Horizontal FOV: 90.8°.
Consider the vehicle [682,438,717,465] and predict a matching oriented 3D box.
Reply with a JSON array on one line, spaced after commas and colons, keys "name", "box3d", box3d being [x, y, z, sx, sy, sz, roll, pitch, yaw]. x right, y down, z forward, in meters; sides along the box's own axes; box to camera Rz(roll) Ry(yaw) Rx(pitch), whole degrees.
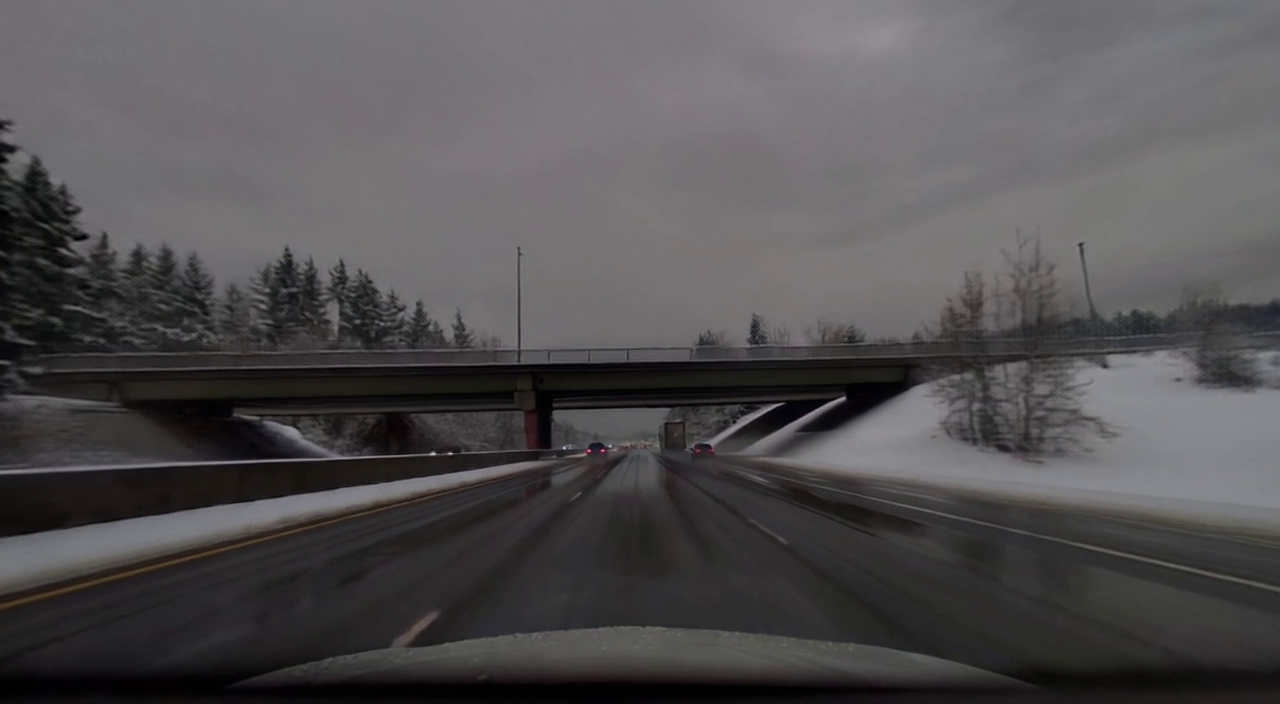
[{"name": "vehicle", "box3d": [4.508, 7.610, 48.313, 2.100, 1.889, 4.969, 0, -9, -1]}]

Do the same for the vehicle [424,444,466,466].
[{"name": "vehicle", "box3d": [-15.330, 8.101, 49.792, 1.948, 1.617, 4.249, 0, -9, 0]}]
